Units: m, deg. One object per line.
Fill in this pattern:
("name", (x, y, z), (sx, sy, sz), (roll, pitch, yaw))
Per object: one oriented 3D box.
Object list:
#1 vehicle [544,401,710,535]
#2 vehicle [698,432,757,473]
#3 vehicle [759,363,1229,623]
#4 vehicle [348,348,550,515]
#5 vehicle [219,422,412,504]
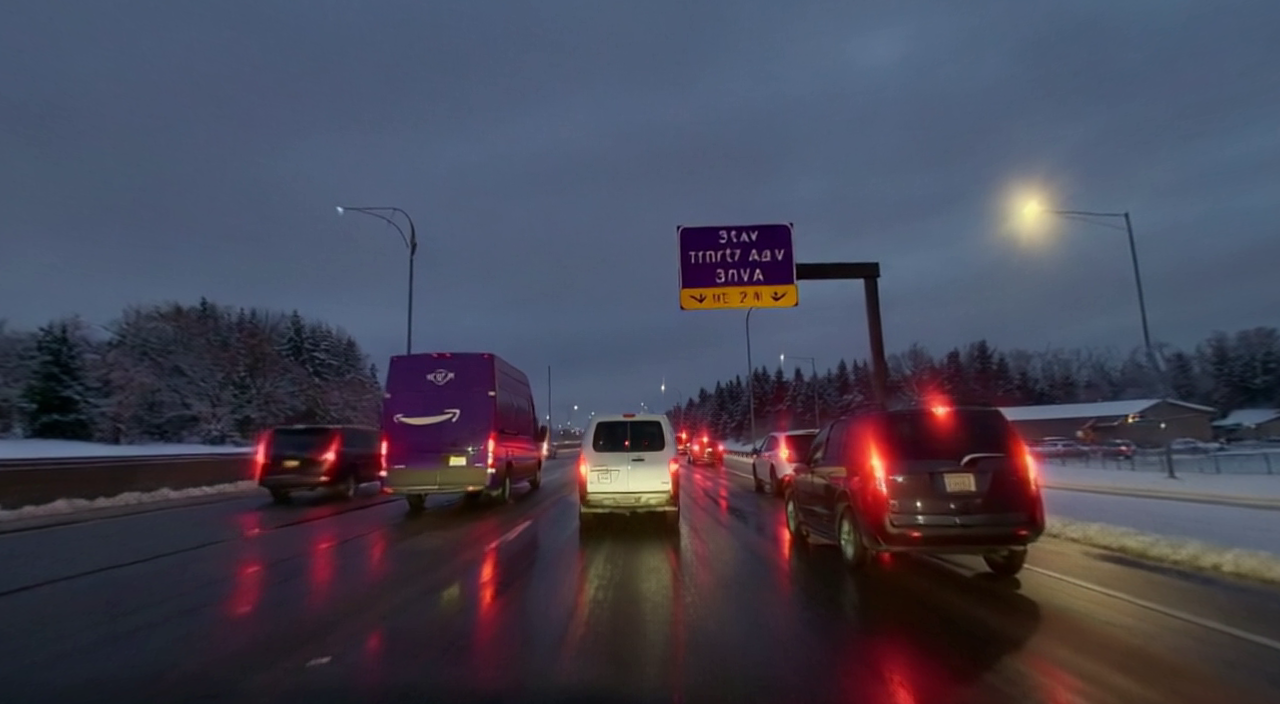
("vehicle", (-0.167, 1.929, 10.954), (2.287, 1.823, 4.369), (0, -8, 0))
("vehicle", (3.920, 4.603, 28.957), (2.064, 1.720, 4.416), (0, -8, 0))
("vehicle", (3.086, 1.411, 7.254), (2.341, 1.890, 5.144), (1, -8, -1))
("vehicle", (-3.724, 1.831, 14.122), (2.415, 2.821, 6.636), (0, -8, 0))
("vehicle", (-7.237, 2.525, 14.752), (2.031, 1.583, 4.646), (0, -8, 0))
